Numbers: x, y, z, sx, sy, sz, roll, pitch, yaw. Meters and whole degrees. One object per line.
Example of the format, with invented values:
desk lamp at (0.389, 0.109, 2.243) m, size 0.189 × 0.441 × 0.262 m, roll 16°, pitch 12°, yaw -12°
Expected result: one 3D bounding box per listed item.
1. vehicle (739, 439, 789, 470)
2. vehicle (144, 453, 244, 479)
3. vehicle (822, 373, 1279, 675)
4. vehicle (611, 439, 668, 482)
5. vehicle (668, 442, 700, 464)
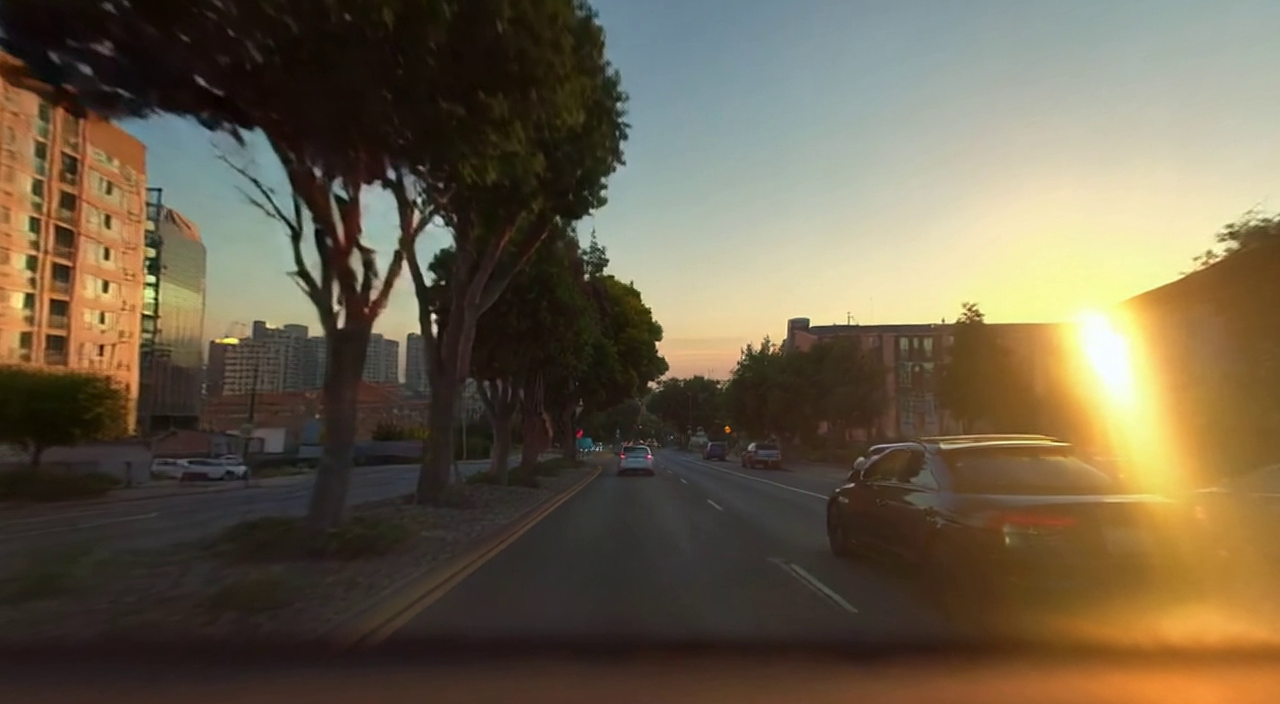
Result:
vehicle at (7.435, 6.212, 38.389) m, size 2.115 × 1.739 × 4.528 m, roll 0°, pitch -9°, yaw 0°
vehicle at (-27.824, 7.100, 39.497) m, size 4.732 × 1.497 × 2.077 m, roll -1°, pitch -9°, yaw 2°
vehicle at (3.279, 1.285, 5.733) m, size 1.949 × 1.723 × 4.020 m, roll 0°, pitch -9°, yaw -1°
vehicle at (-0.042, 4.136, 24.346) m, size 2.006 × 1.487 × 3.535 m, roll 0°, pitch -9°, yaw -1°
vehicle at (3.161, 7.357, 46.210) m, size 1.910 × 1.474 × 4.003 m, roll 0°, pitch -9°, yaw -2°
